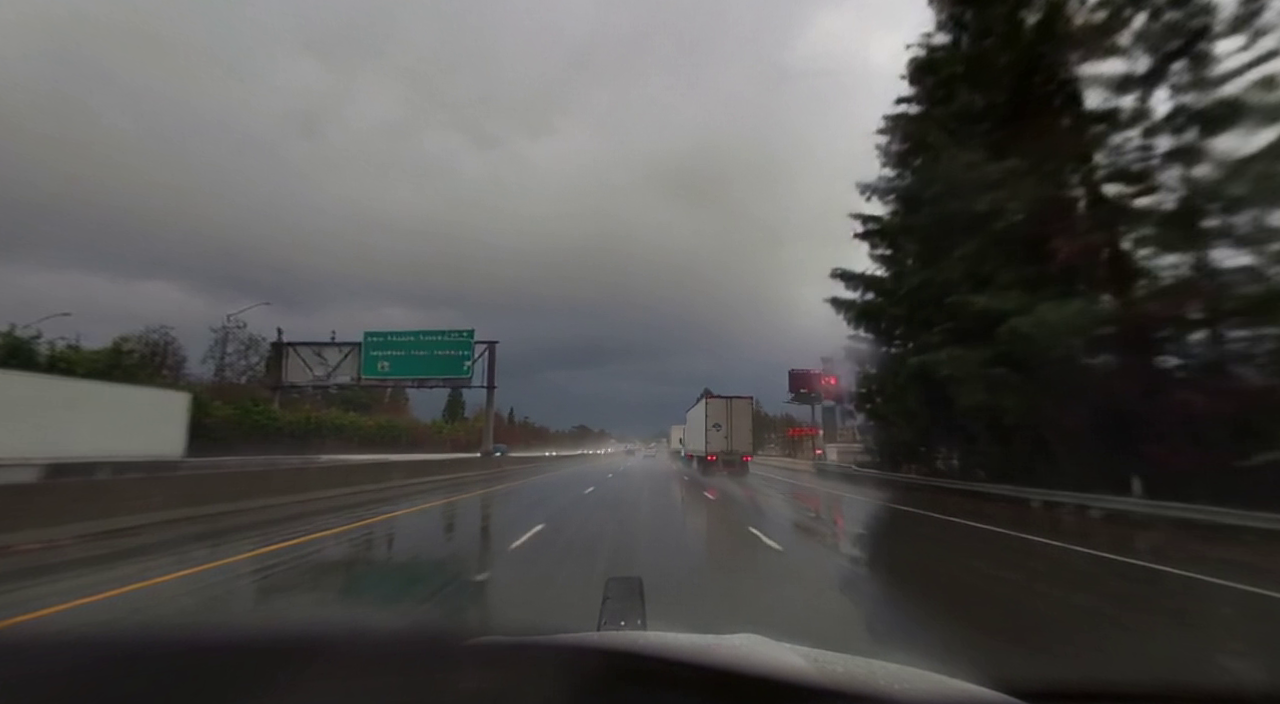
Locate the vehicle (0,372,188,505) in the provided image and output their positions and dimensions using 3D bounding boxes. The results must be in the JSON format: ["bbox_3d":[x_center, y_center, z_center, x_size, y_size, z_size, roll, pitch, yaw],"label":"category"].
[{"bbox_3d":[-18.901,2.596,18.707,3.346,3.543,9.948,0,-9,1],"label":"vehicle"}]

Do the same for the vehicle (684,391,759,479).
[{"bbox_3d":[4.476,5.044,37.797,2.826,4.269,14.176,0,-8,1],"label":"vehicle"}]
